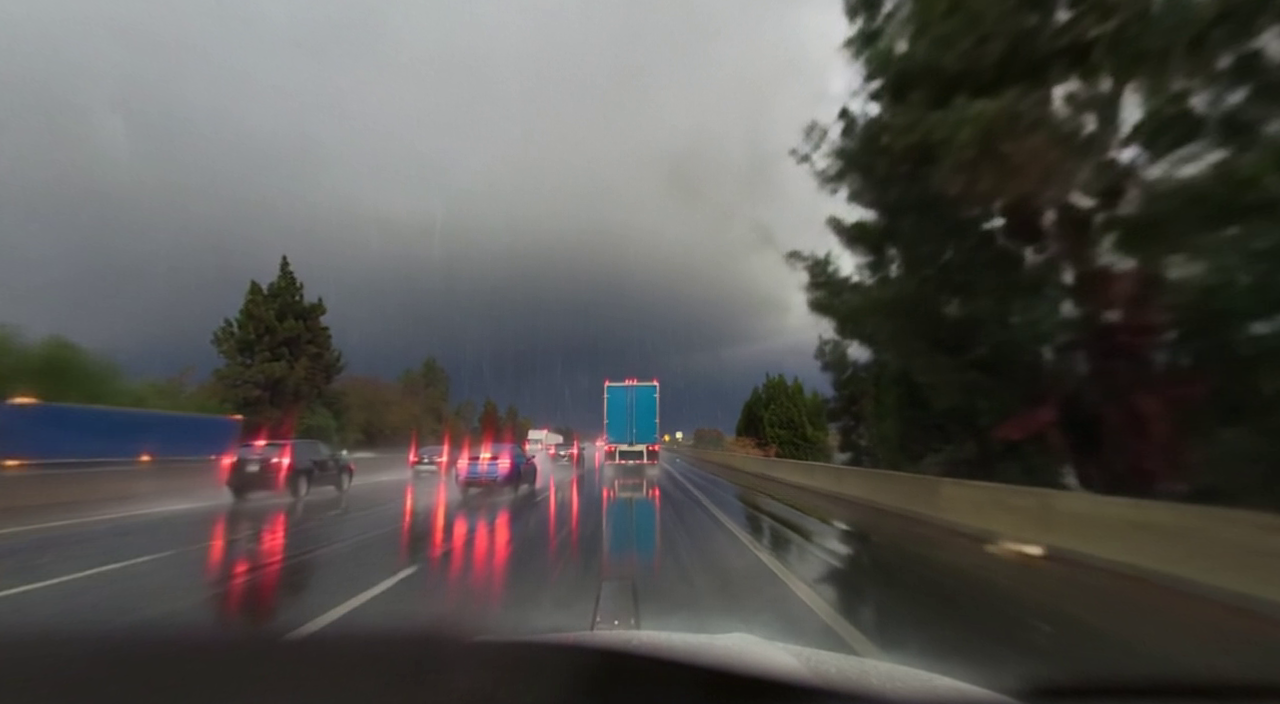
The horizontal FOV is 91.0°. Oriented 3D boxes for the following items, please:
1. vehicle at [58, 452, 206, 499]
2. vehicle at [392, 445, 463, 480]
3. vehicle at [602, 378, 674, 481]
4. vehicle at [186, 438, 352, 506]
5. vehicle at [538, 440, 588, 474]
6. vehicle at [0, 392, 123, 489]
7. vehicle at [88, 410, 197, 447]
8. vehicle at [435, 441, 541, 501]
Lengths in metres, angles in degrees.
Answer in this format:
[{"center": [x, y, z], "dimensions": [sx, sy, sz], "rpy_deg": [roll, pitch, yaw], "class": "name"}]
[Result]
[{"center": [-18.043, 4.358, 22.673], "dimensions": [1.701, 1.431, 4.405], "rpy_deg": [0, -8, -1], "class": "vehicle"}, {"center": [-9.804, 5.090, 29.402], "dimensions": [1.863, 1.474, 4.278], "rpy_deg": [0, -8, 0], "class": "vehicle"}, {"center": [-0.314, 3.884, 30.869], "dimensions": [2.913, 4.113, 10.724], "rpy_deg": [0, -8, -2], "class": "vehicle"}, {"center": [-9.784, 3.161, 17.073], "dimensions": [1.952, 1.590, 4.090], "rpy_deg": [-1, -8, 1], "class": "vehicle"}, {"center": [-4.071, 5.594, 33.931], "dimensions": [2.158, 1.680, 4.087], "rpy_deg": [-1, -8, 1], "class": "vehicle"}, {"center": [-25.373, 3.396, 24.074], "dimensions": [2.852, 3.598, 9.886], "rpy_deg": [0, -8, -1], "class": "vehicle"}, {"center": [-25.327, 3.953, 32.307], "dimensions": [1.986, 1.617, 4.546], "rpy_deg": [-3, -8, -1], "class": "vehicle"}, {"center": [-4.384, 3.465, 18.831], "dimensions": [2.164, 1.582, 3.979], "rpy_deg": [0, -8, 0], "class": "vehicle"}]
